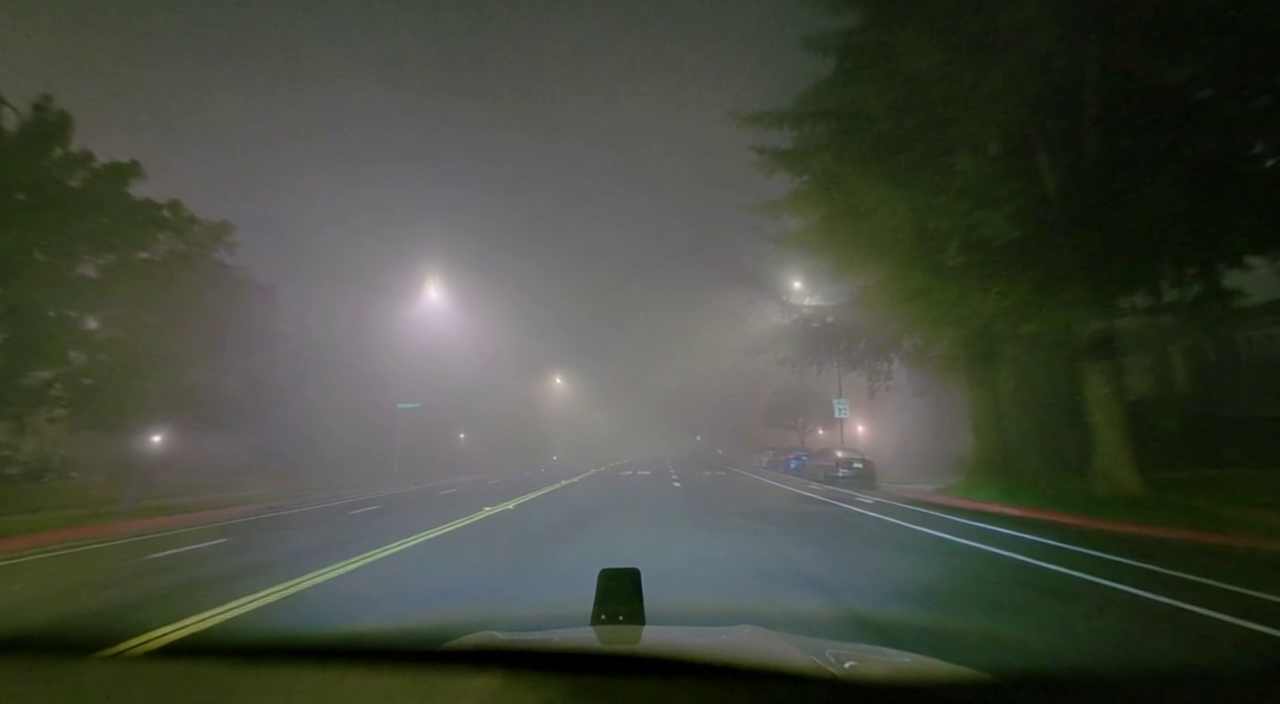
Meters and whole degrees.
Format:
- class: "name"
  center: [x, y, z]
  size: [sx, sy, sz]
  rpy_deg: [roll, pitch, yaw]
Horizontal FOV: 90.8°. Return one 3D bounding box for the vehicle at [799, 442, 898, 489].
- class: "vehicle"
  center: [7.168, 3.928, 22.302]
  size: [1.940, 1.481, 4.650]
  rpy_deg: [0, -8, 0]
